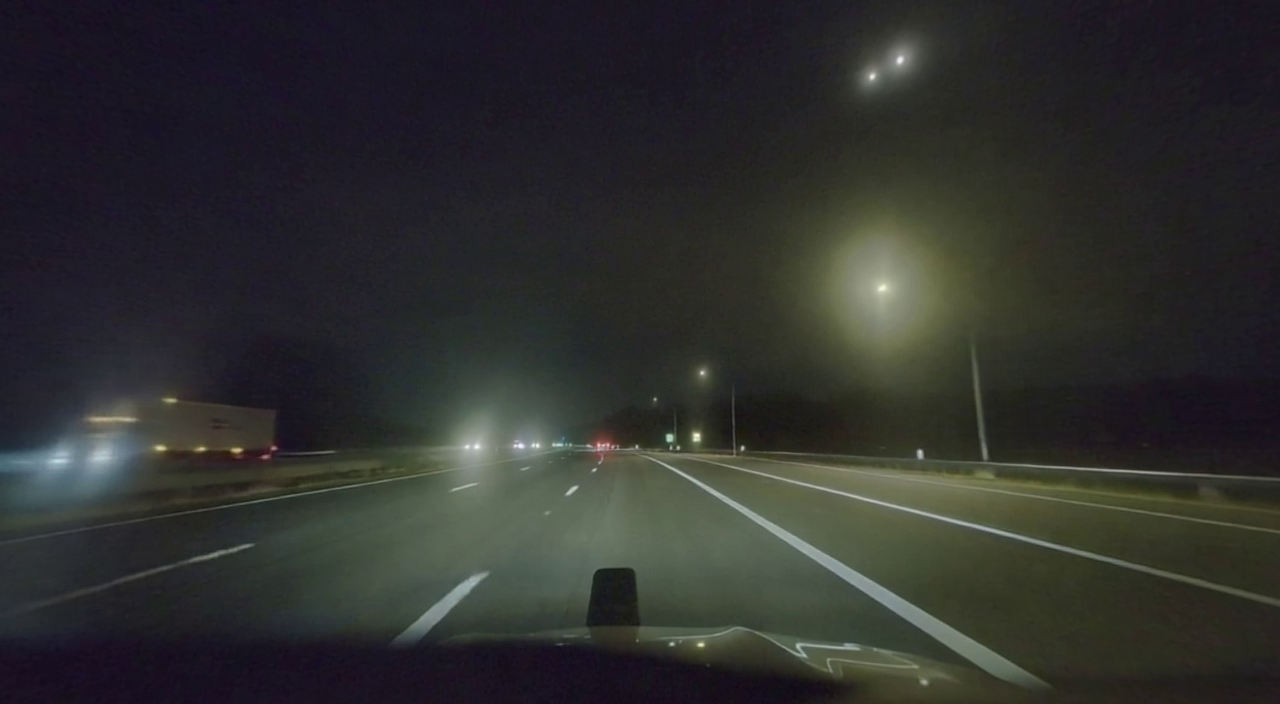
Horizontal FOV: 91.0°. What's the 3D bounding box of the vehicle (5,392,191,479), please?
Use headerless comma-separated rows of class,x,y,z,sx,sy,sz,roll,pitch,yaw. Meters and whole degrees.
vehicle,-23.549,3.715,27.883,2.883,3.437,5.962,0,-8,-2
